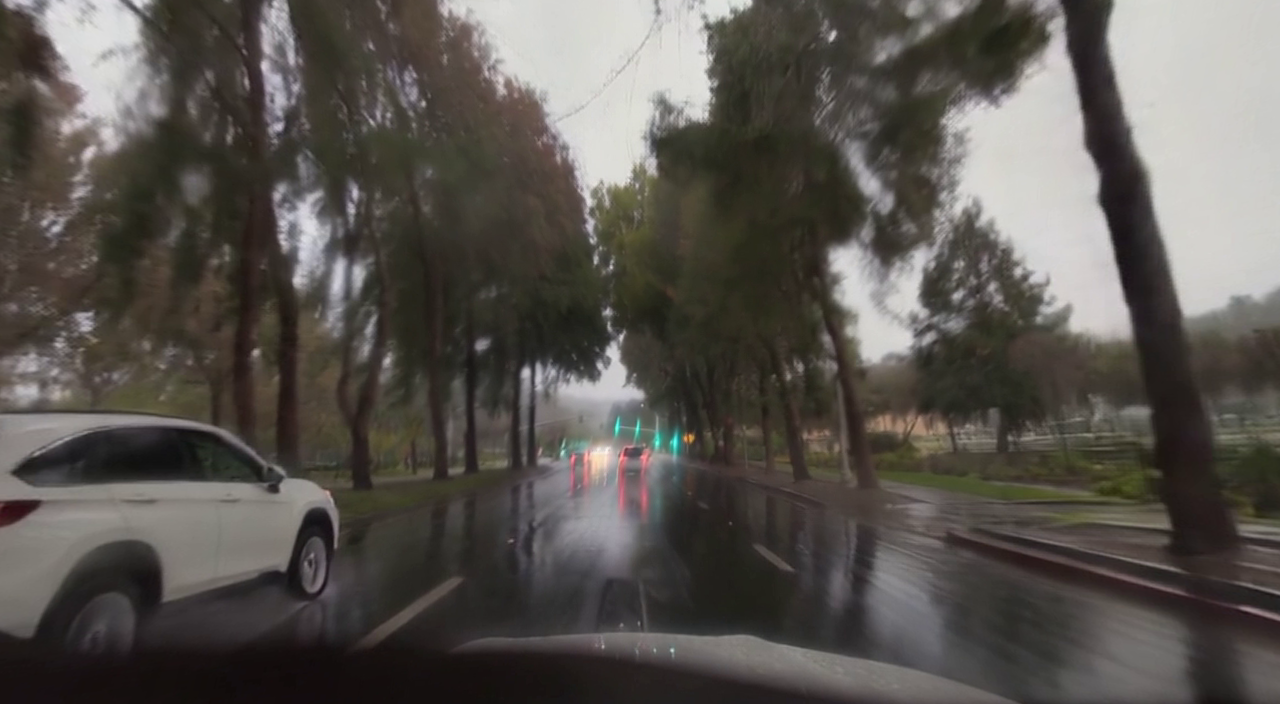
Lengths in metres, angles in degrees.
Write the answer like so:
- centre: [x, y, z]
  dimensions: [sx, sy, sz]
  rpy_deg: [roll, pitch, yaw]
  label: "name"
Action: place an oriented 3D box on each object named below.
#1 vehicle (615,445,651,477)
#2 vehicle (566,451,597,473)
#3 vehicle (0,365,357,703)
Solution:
- centre: [-0.416, 6.451, 37.701]
  dimensions: [2.018, 1.769, 3.897]
  rpy_deg: [0, -9, 0]
  label: "vehicle"
- centre: [-4.239, 8.025, 46.255]
  dimensions: [1.936, 1.538, 4.016]
  rpy_deg: [0, -9, 0]
  label: "vehicle"
- centre: [-4.048, 1.176, 4.599]
  dimensions: [1.860, 1.741, 4.479]
  rpy_deg: [0, -9, 0]
  label: "vehicle"
